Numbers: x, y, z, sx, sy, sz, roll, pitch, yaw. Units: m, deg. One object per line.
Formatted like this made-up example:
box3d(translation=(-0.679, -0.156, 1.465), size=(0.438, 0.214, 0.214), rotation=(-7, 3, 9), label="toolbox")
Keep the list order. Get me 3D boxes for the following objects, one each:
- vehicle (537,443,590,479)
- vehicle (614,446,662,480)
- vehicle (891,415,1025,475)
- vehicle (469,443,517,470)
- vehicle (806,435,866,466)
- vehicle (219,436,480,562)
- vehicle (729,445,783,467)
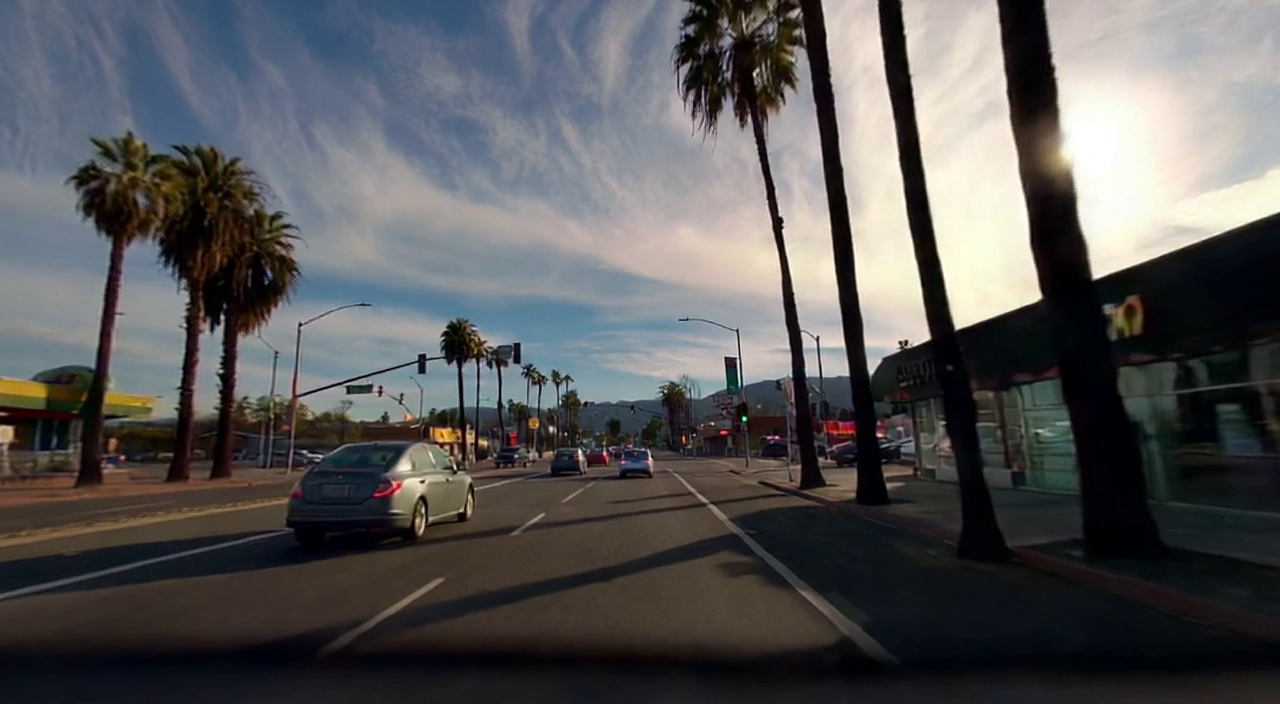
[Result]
box3d(translation=(-3.640, 5.280, 30.714), size=(1.979, 1.634, 3.957), rotation=(0, -8, 2), label="vehicle")
box3d(translation=(-0.052, 5.176, 29.569), size=(2.094, 1.496, 4.070), rotation=(0, -8, 1), label="vehicle")
box3d(translation=(11.186, 3.368, 22.653), size=(2.111, 1.875, 5.301), rotation=(-1, -8, 1), label="vehicle")
box3d(translation=(-11.327, 8.047, 48.670), size=(2.286, 1.922, 5.328), rotation=(0, -8, 2), label="vehicle")
box3d(translation=(11.245, 5.680, 36.304), size=(1.982, 1.623, 4.211), rotation=(0, -8, -2), label="vehicle")
box3d(translation=(-4.110, 2.117, 9.888), size=(1.904, 1.513, 4.410), rotation=(0, -8, 1), label="vehicle")
box3d(translation=(8.709, 7.775, 47.079), size=(3.980, 1.486, 2.059), rotation=(8, -12, -44), label="vehicle")
